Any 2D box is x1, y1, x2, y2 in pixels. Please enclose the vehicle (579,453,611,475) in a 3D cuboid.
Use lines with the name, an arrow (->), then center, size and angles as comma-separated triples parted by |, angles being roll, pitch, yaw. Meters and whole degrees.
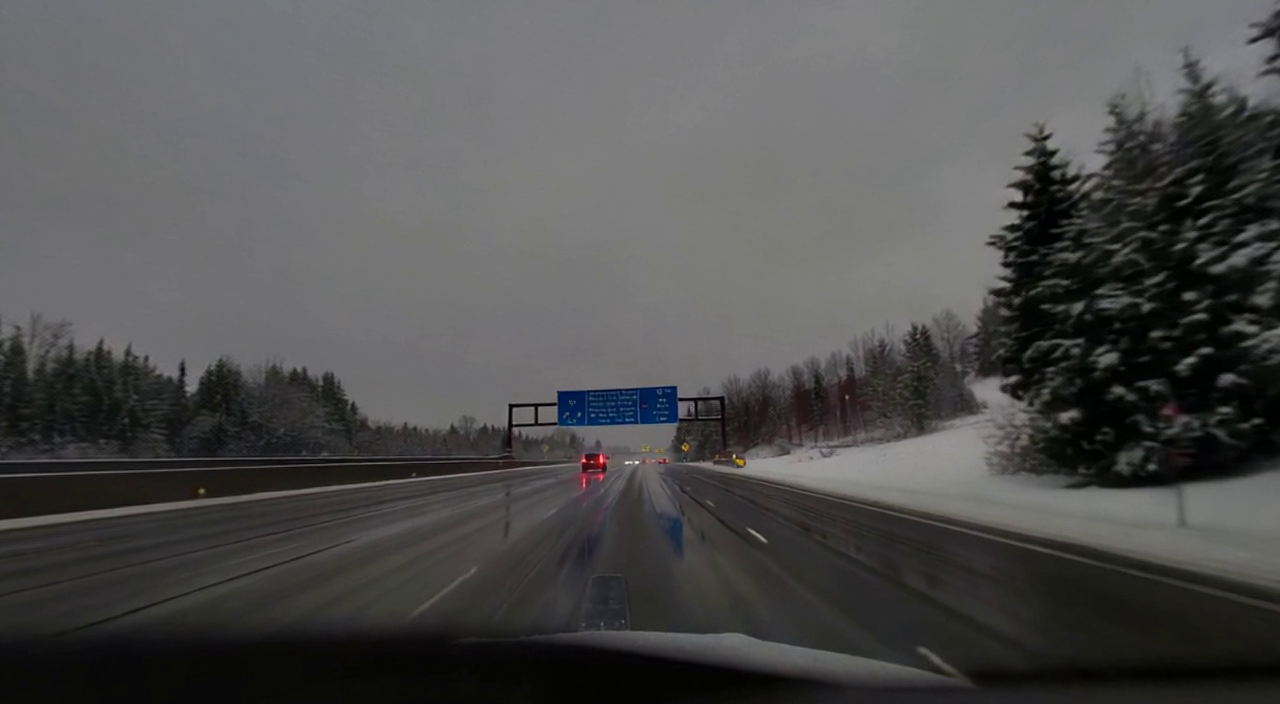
vehicle -> -3.241, 8.214, 46.233 | 2.041, 1.512, 3.996 | 0, -9, 1
